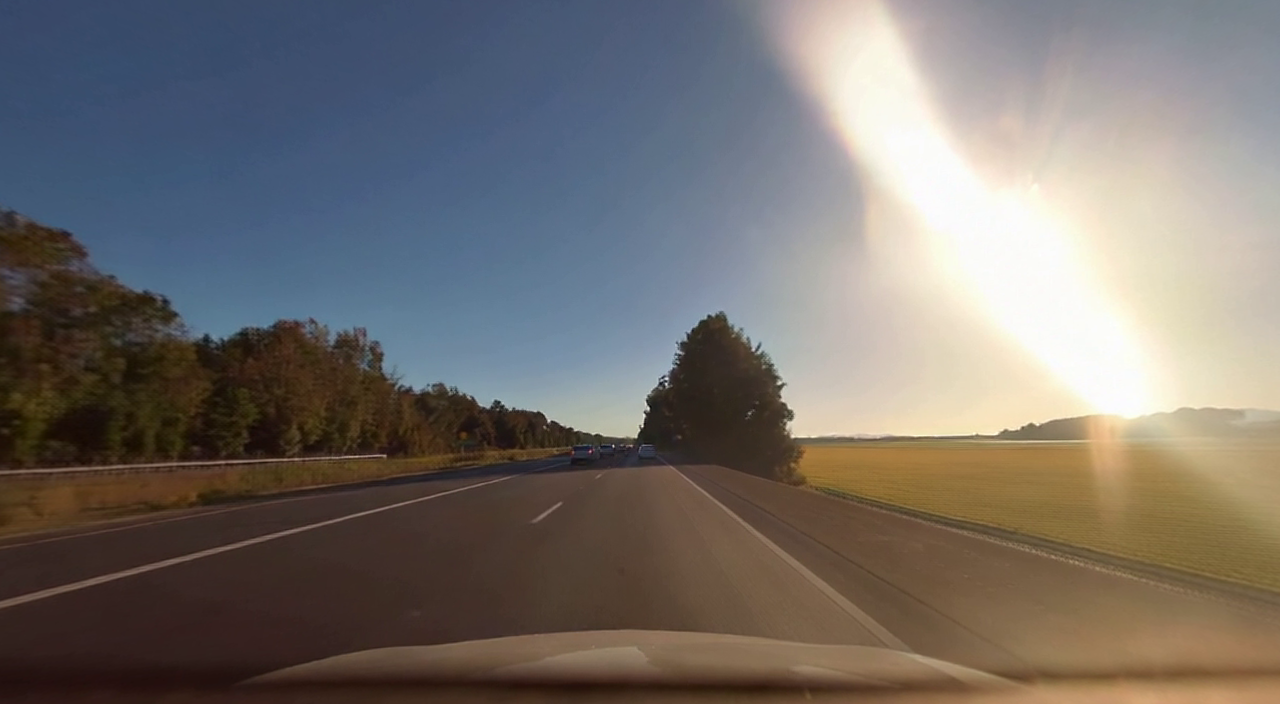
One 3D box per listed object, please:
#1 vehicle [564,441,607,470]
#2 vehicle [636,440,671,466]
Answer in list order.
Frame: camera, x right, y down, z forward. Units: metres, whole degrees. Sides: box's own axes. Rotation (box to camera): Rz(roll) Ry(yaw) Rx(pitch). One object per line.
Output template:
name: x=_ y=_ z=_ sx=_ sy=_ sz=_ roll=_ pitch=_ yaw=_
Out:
vehicle: x=-3.180 y=6.162 z=37.724 sx=2.028 sy=1.634 sz=4.441 roll=0 pitch=-8 yaw=1
vehicle: x=0.929 y=6.950 z=43.584 sx=2.259 sy=1.697 sz=4.106 roll=0 pitch=-8 yaw=1
